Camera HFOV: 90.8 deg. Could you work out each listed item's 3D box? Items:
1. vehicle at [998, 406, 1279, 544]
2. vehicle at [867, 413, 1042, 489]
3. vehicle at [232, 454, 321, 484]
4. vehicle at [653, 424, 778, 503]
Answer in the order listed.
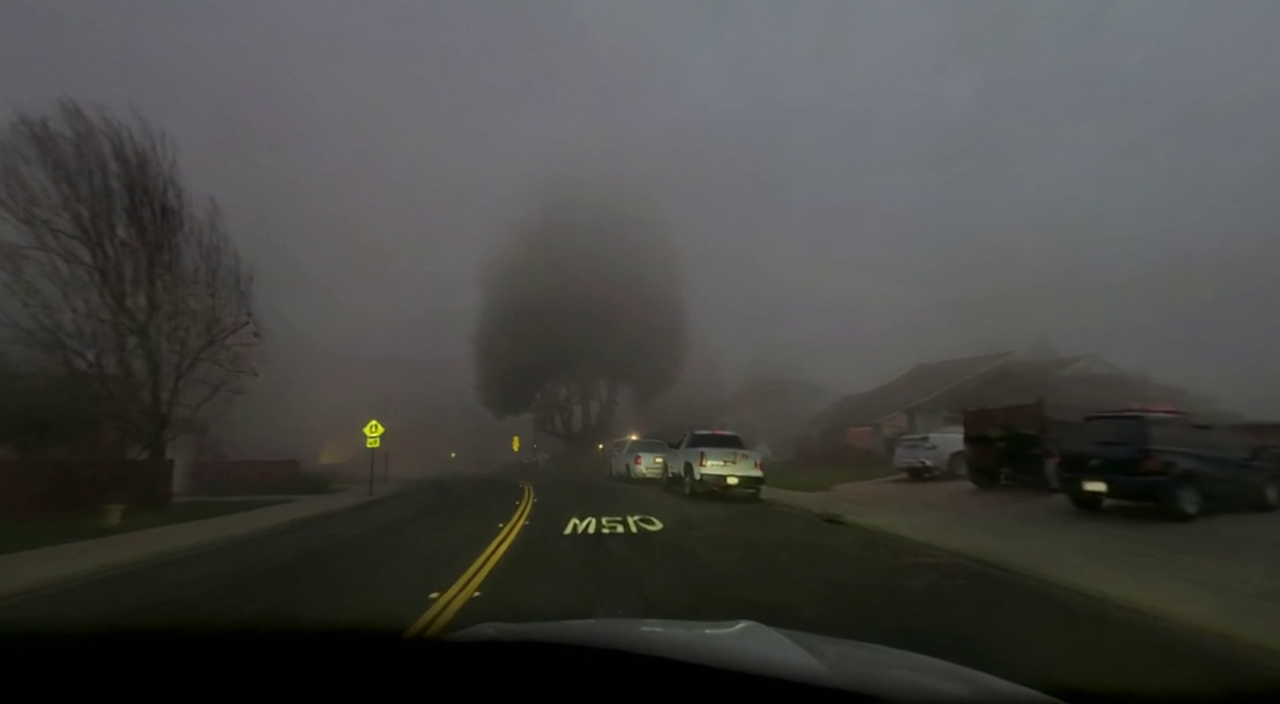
[{"bbox_3d":[7.927,1.787,9.794,4.512,1.670,2.031,4,-10,-31],"label":"vehicle"},{"bbox_3d":[8.500,2.626,17.013,4.469,1.780,1.970,4,-10,-31],"label":"vehicle"},{"bbox_3d":[-22.260,7.178,38.864,4.464,1.681,1.906,3,-9,-21],"label":"vehicle"},{"bbox_3d":[1.694,2.758,16.030,1.965,1.663,4.744,1,-9,-8],"label":"vehicle"}]
